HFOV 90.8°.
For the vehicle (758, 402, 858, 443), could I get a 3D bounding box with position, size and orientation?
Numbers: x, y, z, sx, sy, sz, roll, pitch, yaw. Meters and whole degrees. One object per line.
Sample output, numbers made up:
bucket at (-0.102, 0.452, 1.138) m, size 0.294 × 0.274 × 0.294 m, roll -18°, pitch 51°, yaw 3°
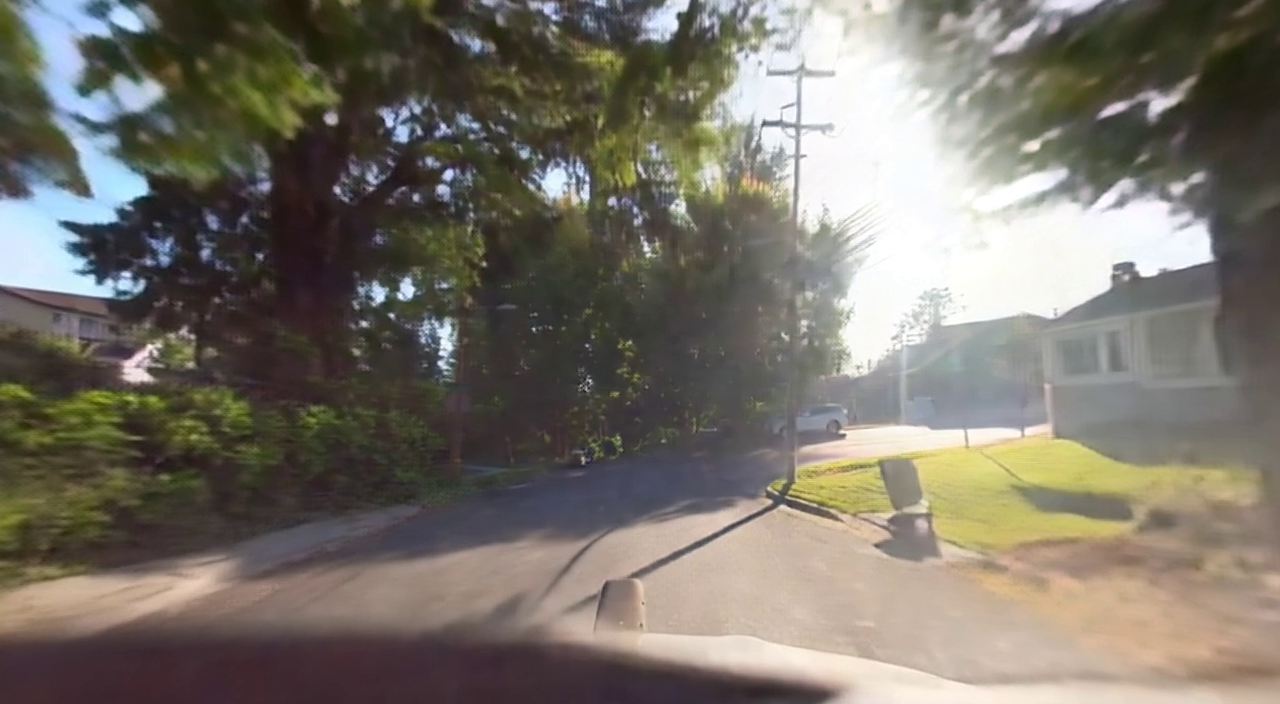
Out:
vehicle at (8.726, 3.714, 32.801) m, size 4.780 × 1.984 × 1.896 m, roll 3°, pitch -9°, yaw -22°
